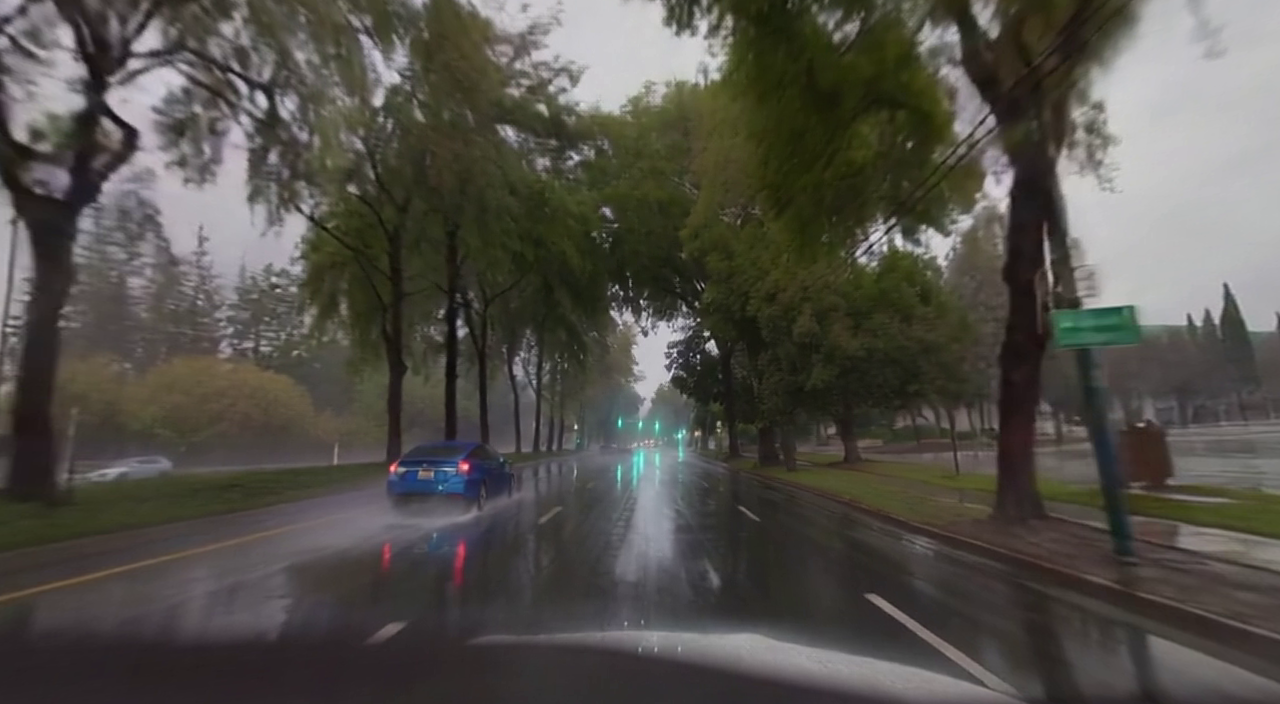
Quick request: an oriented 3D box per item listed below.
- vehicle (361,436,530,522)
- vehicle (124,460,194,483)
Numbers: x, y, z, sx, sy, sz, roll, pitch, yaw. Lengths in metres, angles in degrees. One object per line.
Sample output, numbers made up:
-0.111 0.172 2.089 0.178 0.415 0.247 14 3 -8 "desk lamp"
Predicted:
-3.733 2.515 13.113 2.033 1.454 4.512 0 -8 1 "vehicle"
-34.436 8.566 45.251 1.666 1.443 4.187 0 -8 0 "vehicle"
